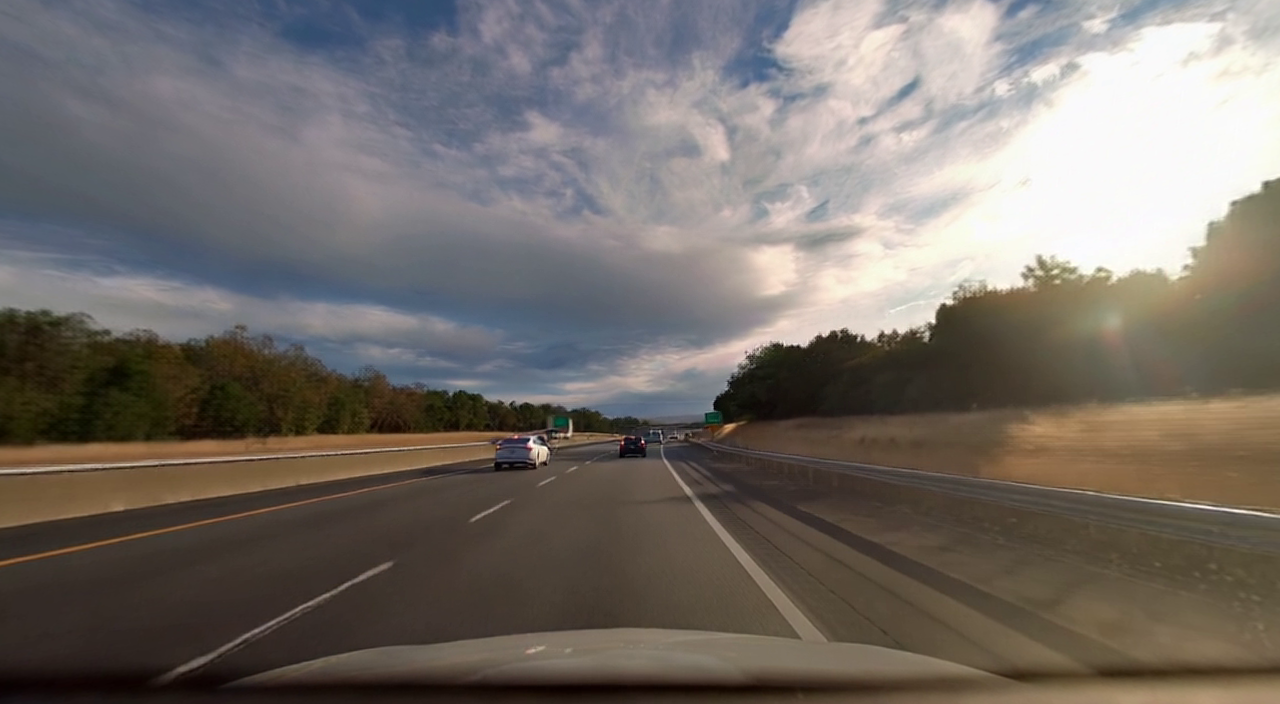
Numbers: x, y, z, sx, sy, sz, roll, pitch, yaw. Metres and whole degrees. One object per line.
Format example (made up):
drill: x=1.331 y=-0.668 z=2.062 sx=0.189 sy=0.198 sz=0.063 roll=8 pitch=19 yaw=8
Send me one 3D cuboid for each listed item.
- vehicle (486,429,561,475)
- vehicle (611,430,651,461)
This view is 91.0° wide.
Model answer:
vehicle: x=-4.550 y=3.987 z=25.259 sx=2.075 sy=1.653 sz=4.317 roll=-1 pitch=-8 yaw=1
vehicle: x=-0.493 y=5.407 z=36.361 sx=2.146 sy=1.636 sz=4.026 roll=-1 pitch=-8 yaw=0
